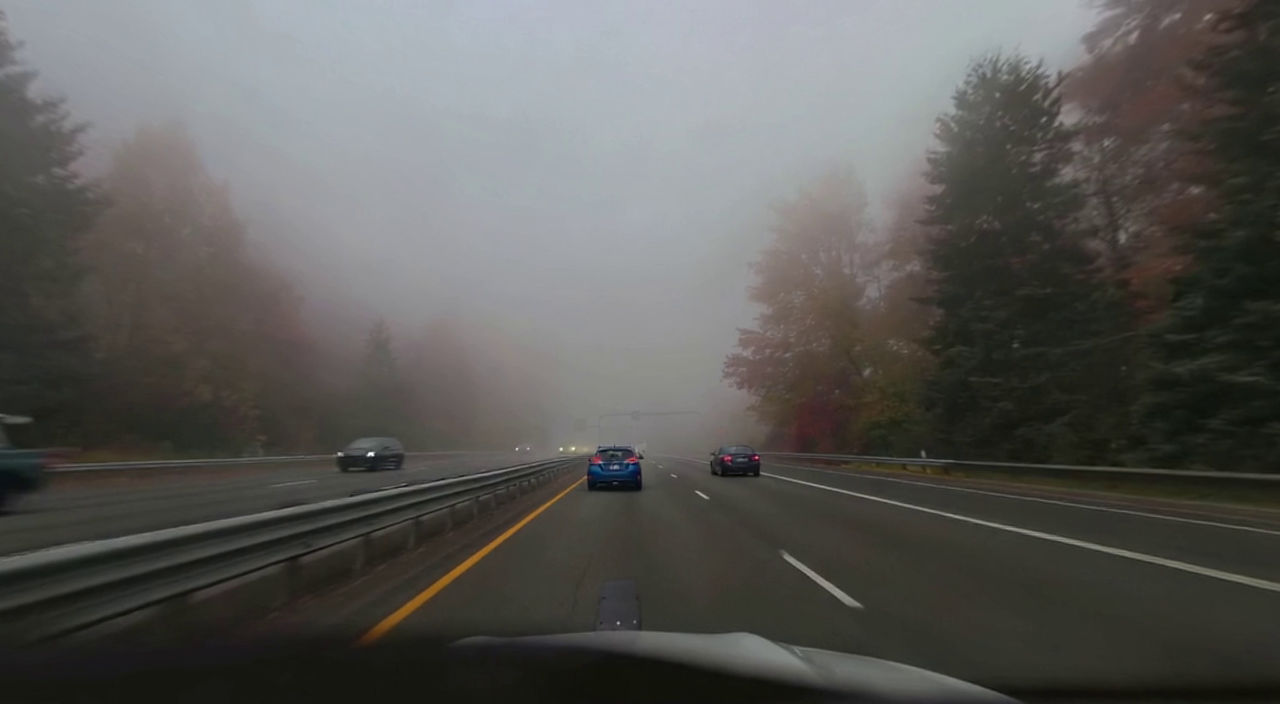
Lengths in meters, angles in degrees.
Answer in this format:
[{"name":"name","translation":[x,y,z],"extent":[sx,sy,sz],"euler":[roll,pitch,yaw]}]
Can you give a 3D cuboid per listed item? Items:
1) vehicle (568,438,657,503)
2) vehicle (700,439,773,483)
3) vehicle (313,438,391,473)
[{"name":"vehicle","translation":[-0.700,3.187,17.295],"extent":[2.128,1.516,4.410],"euler":[0,-9,-1]},{"name":"vehicle","translation":[3.791,4.368,25.334],"extent":[2.300,1.595,4.144],"euler":[-1,-9,0]},{"name":"vehicle","translation":[-13.990,5.067,30.724],"extent":[1.933,1.556,4.105],"euler":[0,-9,-1]}]
